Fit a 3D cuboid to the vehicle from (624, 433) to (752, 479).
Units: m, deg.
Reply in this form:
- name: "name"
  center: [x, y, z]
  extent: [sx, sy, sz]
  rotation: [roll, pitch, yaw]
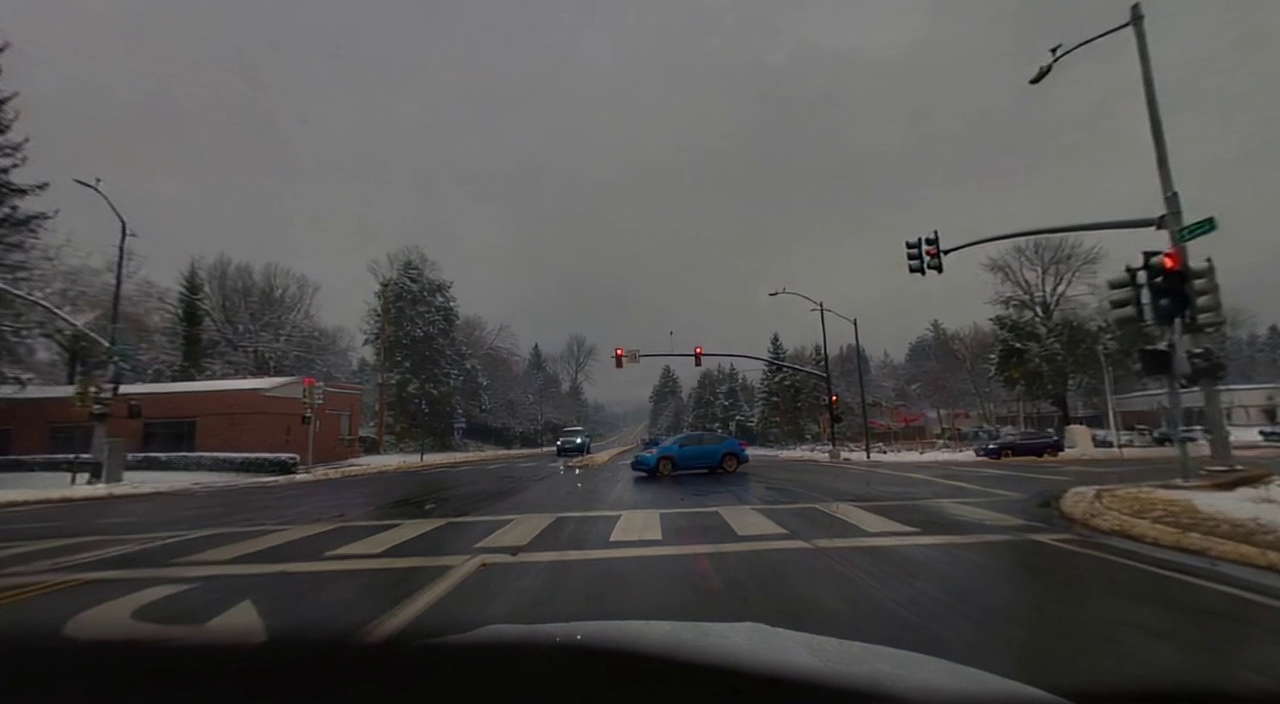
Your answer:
- name: "vehicle"
  center: [1.798, 3.722, 22.797]
  extent: [4.528, 1.482, 1.864]
  rotation: [6, -11, -38]

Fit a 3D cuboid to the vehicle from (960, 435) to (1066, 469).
- name: "vehicle"
  center: [17.828, 4.758, 30.143]
  extent: [4.377, 1.523, 1.877]
  rotation: [3, -9, -19]

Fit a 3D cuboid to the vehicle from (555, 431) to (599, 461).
- name: "vehicle"
  center: [-3.741, 5.675, 38.066]
  extent: [2.140, 1.638, 4.259]
  rotation: [0, -8, 1]
